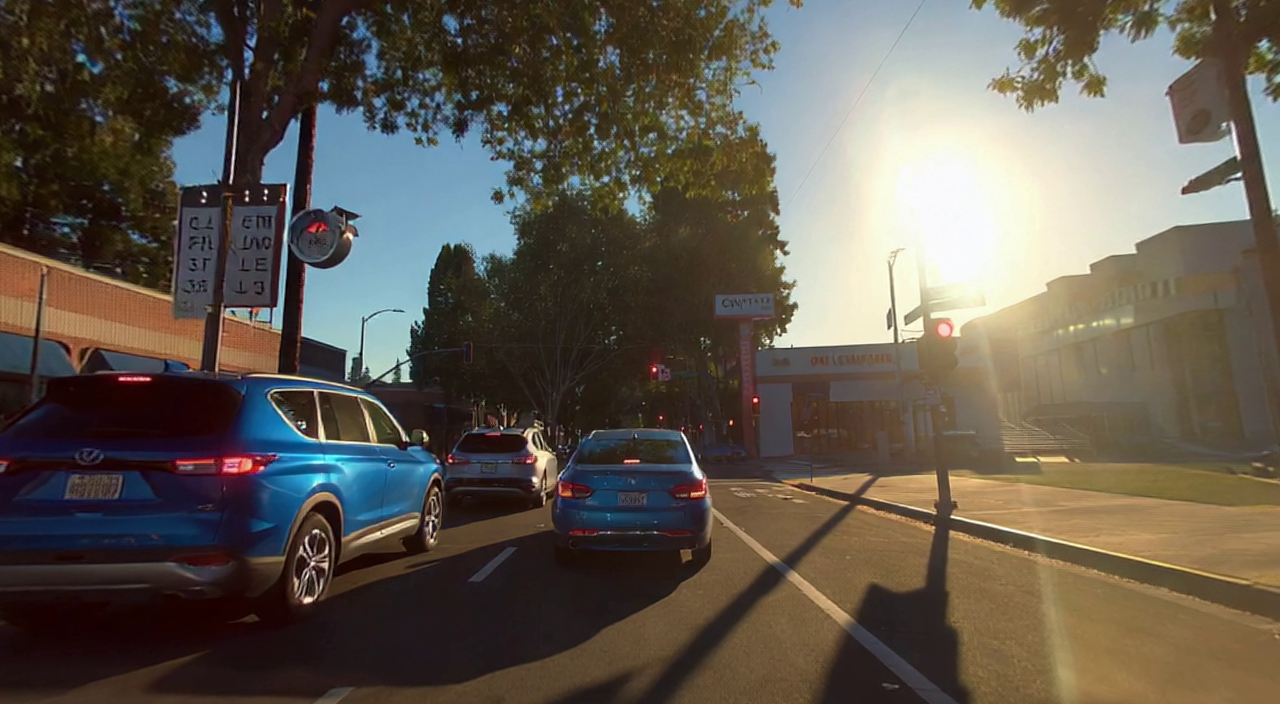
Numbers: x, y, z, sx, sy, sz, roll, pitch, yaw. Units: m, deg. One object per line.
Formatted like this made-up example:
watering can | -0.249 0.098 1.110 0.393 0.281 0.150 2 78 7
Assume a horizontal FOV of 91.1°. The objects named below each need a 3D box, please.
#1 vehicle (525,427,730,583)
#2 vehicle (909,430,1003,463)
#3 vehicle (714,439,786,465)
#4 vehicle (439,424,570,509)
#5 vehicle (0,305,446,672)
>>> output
vehicle | -0.162 1.782 8.185 1.966 1.481 4.146 0 -8 -1
vehicle | 17.625 5.302 35.193 4.116 1.719 2.069 -1 -9 6
vehicle | 6.579 5.984 37.530 3.924 1.447 2.039 -3 -9 19
vehicle | -2.929 2.594 14.605 2.047 1.664 4.148 0 -8 1
vehicle | -3.822 1.137 6.214 2.152 2.118 5.066 0 -8 0
